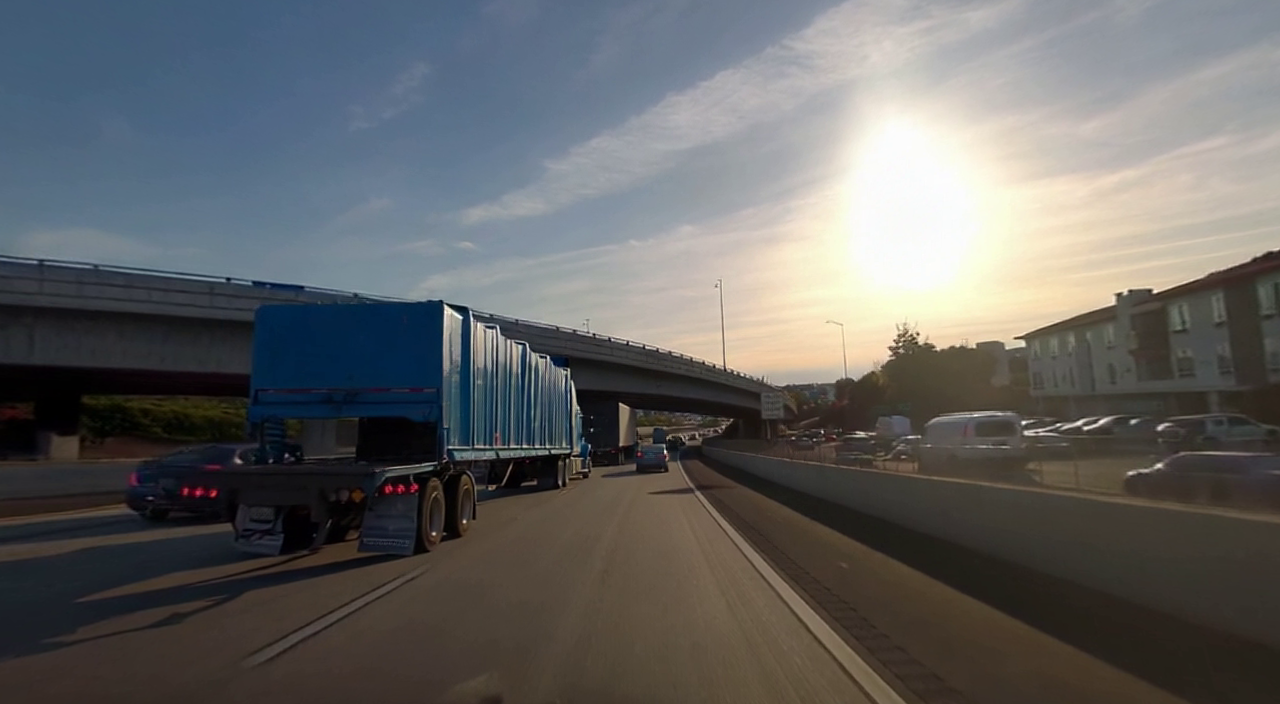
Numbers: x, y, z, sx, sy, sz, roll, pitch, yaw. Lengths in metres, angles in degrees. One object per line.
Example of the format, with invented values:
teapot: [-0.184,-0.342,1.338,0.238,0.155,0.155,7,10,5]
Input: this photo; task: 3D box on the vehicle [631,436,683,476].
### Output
vehicle: [0.786,4.674,28.549,2.178,1.640,4.071,-1,-9,2]

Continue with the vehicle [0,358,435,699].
vehicle: [-3.730,1.149,5.118,2.896,1.779,3.441,0,-8,1]

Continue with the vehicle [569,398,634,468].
vehicle: [-2.213,5.304,40.304,3.073,3.894,9.782,-1,-9,3]
